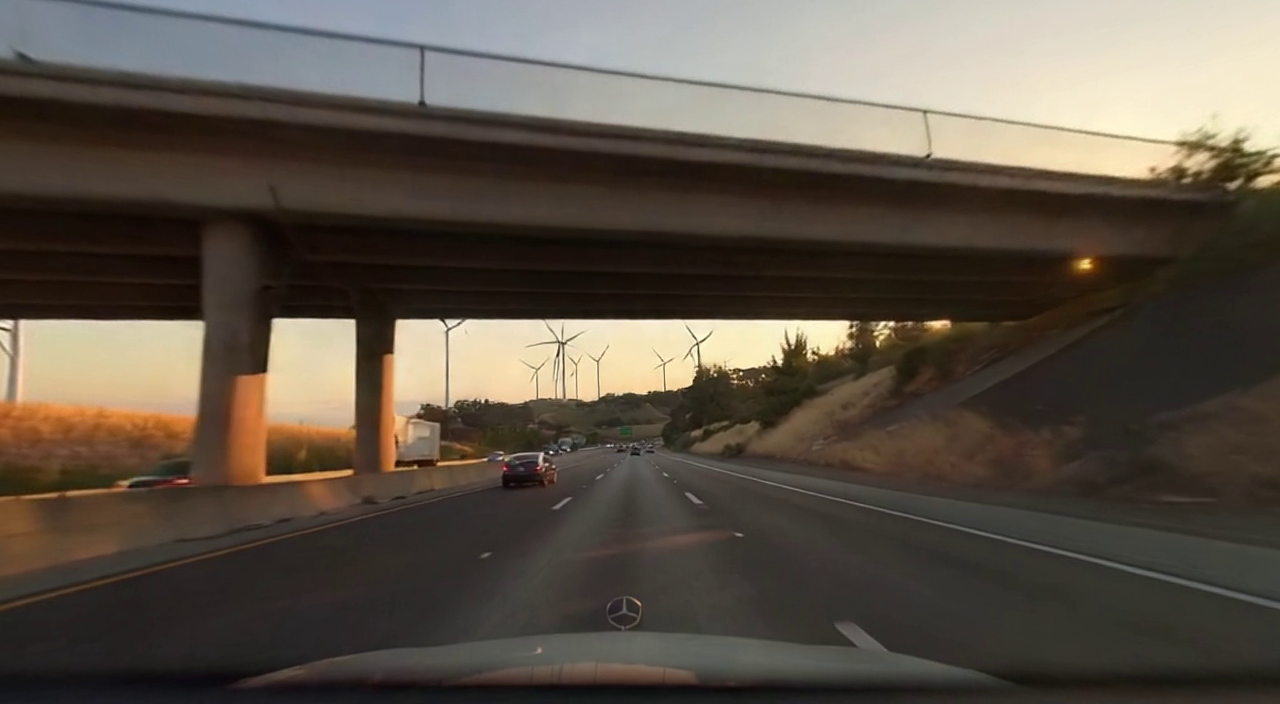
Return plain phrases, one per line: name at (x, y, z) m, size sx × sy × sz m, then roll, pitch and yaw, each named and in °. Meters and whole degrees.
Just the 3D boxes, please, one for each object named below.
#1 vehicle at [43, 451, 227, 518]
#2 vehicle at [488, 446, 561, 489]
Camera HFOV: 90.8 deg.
vehicle at (-11.912, 3.100, 15.199) m, size 1.590 × 1.384 × 3.364 m, roll 0°, pitch -9°, yaw 1°
vehicle at (-4.237, 4.308, 23.834) m, size 1.921 × 1.481 × 4.120 m, roll 0°, pitch -9°, yaw 0°
